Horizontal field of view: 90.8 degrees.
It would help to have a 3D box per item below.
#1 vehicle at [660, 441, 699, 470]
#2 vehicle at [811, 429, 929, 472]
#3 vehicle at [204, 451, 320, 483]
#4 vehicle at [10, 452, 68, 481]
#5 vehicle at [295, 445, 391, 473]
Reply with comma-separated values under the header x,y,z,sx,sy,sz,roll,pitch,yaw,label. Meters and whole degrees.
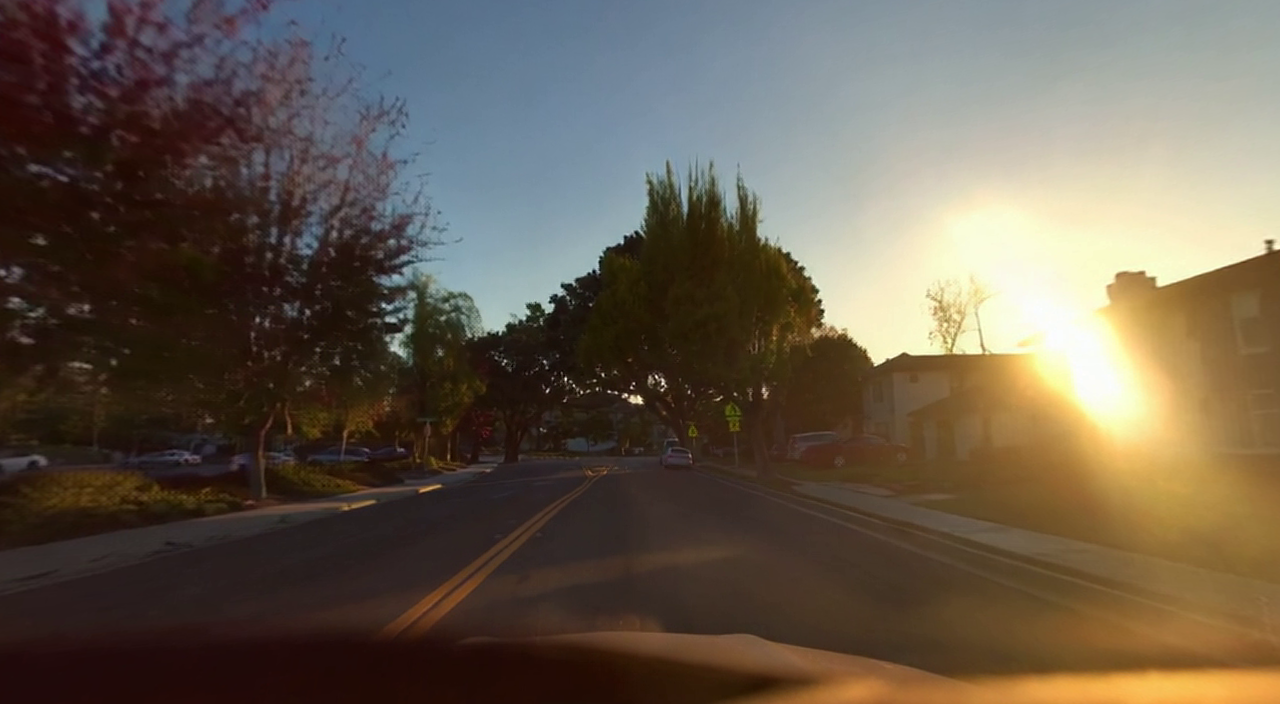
x,y,z,sx,sy,sz,roll,pitch,yaw,label
2.671,7.204,44.134,2.221,1.892,5.555,1,-9,-2,vehicle
10.909,4.710,30.223,4.750,1.658,1.902,-4,-10,0,vehicle
-19.290,5.859,32.376,4.691,1.483,1.955,9,-12,-44,vehicle
-36.552,6.917,38.370,4.177,1.621,1.965,-7,-12,40,vehicle
-19.977,7.213,42.661,2.059,1.746,5.388,-8,-12,42,vehicle
